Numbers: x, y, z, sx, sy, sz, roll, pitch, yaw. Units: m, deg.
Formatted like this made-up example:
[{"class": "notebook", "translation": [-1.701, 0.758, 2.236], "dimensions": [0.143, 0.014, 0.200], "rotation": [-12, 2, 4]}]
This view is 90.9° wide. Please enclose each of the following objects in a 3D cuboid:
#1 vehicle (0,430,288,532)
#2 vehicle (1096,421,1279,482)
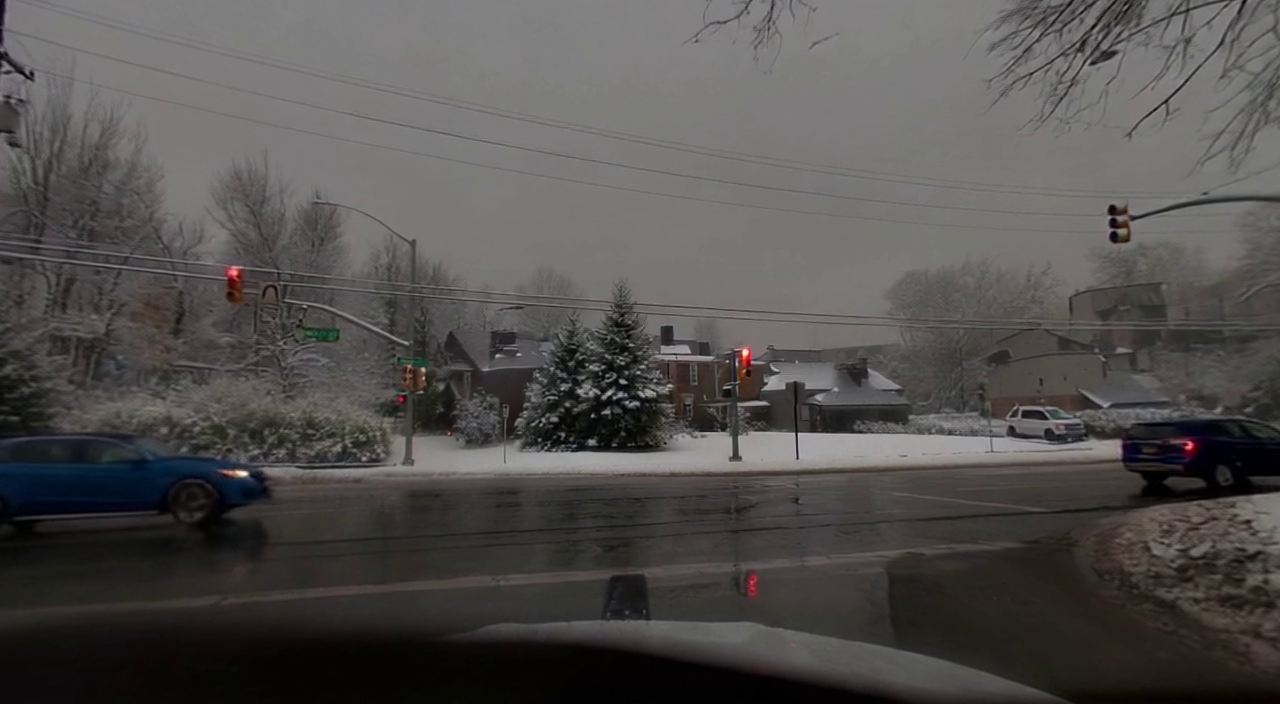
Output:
[{"class": "vehicle", "translation": [-8.767, 2.079, 10.523], "dimensions": [4.610, 1.476, 2.021], "rotation": [2, -9, -15]}, {"class": "vehicle", "translation": [14.757, 2.563, 16.436], "dimensions": [4.757, 1.442, 1.858], "rotation": [2, -9, -14]}]
